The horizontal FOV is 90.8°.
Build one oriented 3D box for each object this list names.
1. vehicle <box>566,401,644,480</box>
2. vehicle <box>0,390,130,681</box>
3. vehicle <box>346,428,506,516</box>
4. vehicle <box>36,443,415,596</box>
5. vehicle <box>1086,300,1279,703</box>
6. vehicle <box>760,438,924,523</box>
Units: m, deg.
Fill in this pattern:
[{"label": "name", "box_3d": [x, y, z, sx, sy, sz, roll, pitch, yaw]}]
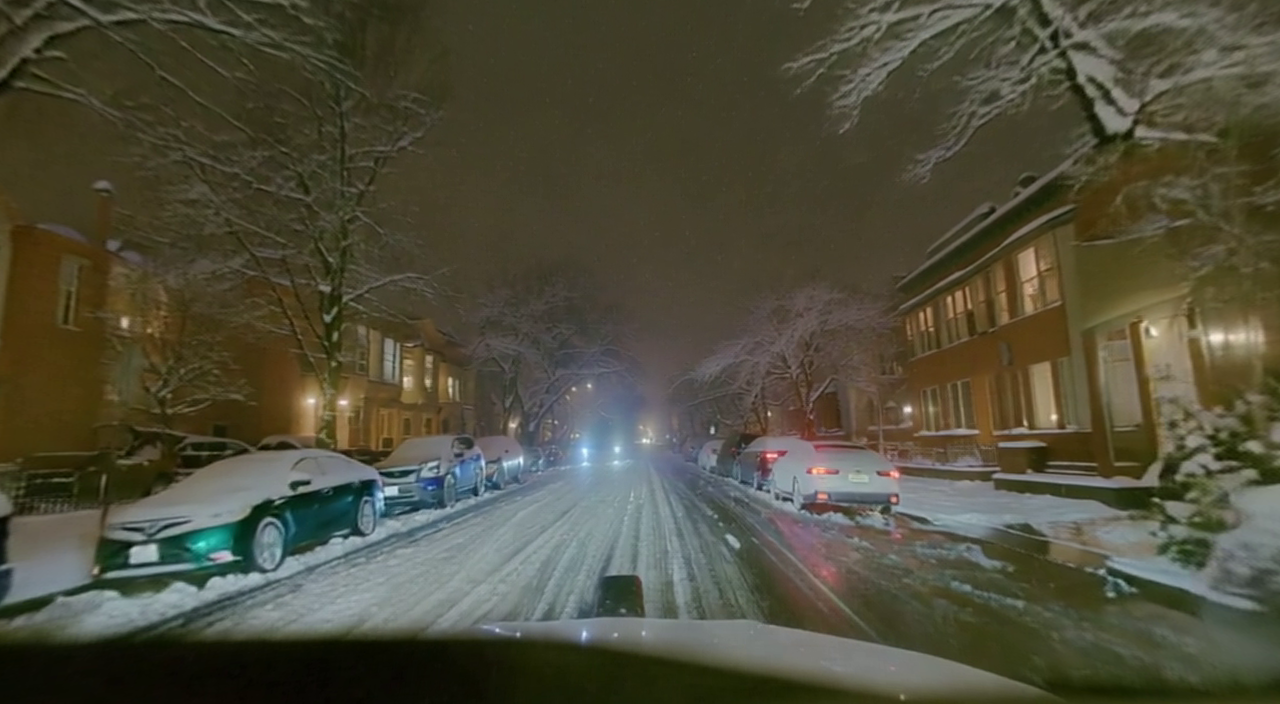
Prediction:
[{"label": "vehicle", "box_3d": [-1.267, 3.728, 26.587, 2.716, 2.887, 6.781, 0, -8, 2]}, {"label": "vehicle", "box_3d": [-5.091, 0.926, 2.413, 2.203, 1.815, 4.972, 0, -8, -2]}, {"label": "vehicle", "box_3d": [-4.987, 2.862, 15.734, 2.002, 1.781, 5.380, 0, -8, 1]}, {"label": "vehicle", "box_3d": [-4.937, 1.995, 8.636, 1.861, 1.474, 4.749, 0, -8, 2]}, {"label": "vehicle", "box_3d": [3.447, 0.550, 0.804, 2.182, 1.900, 4.779, 0, -8, -1]}, {"label": "vehicle", "box_3d": [3.962, 2.566, 13.251, 1.813, 1.468, 4.267, 1, -8, -3]}]
